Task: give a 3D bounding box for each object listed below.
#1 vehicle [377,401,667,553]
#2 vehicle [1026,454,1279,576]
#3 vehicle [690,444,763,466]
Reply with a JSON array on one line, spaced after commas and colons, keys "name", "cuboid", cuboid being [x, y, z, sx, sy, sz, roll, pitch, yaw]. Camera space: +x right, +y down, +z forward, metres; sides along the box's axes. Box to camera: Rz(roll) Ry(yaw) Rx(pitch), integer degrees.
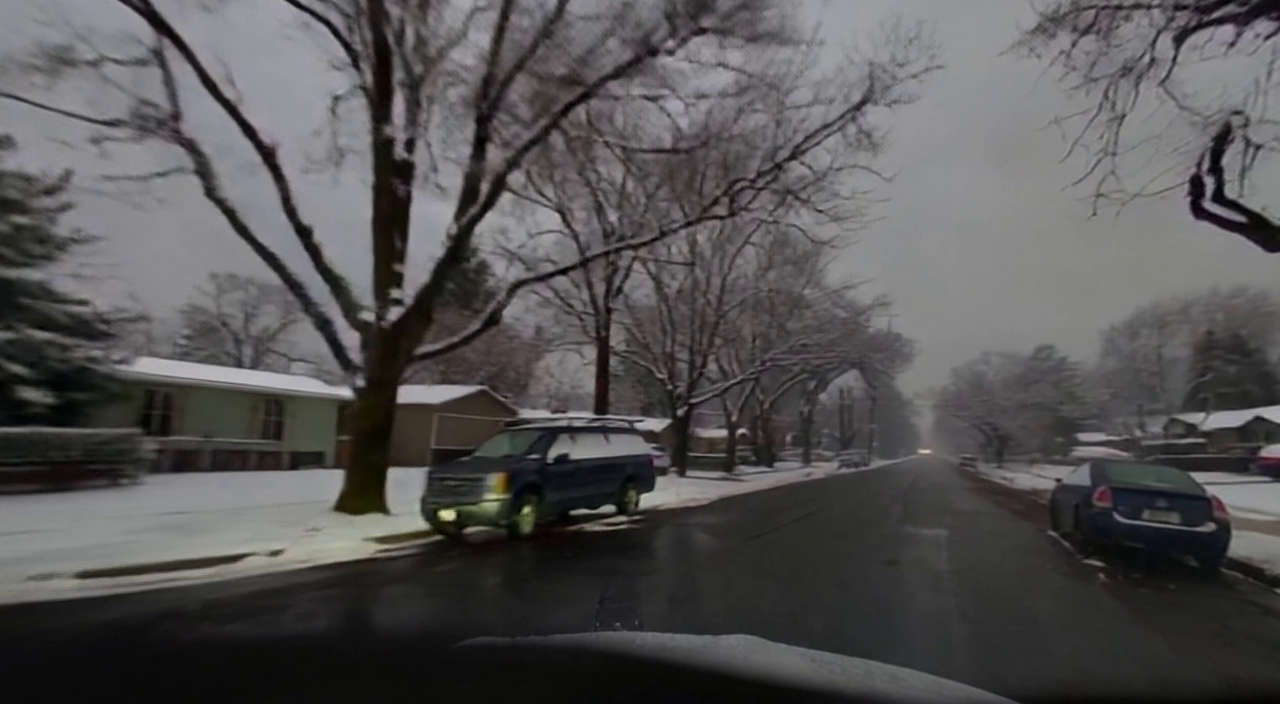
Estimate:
[{"name": "vehicle", "cuboid": [-1.689, 2.236, 11.970, 2.337, 2.084, 6.088, -4, -10, 23]}, {"name": "vehicle", "cuboid": [7.902, 2.424, 10.320, 1.959, 1.431, 4.647, -4, -10, 23]}, {"name": "vehicle", "cuboid": [6.362, 7.581, 46.348, 4.977, 1.558, 2.079, -4, -10, 25]}]
